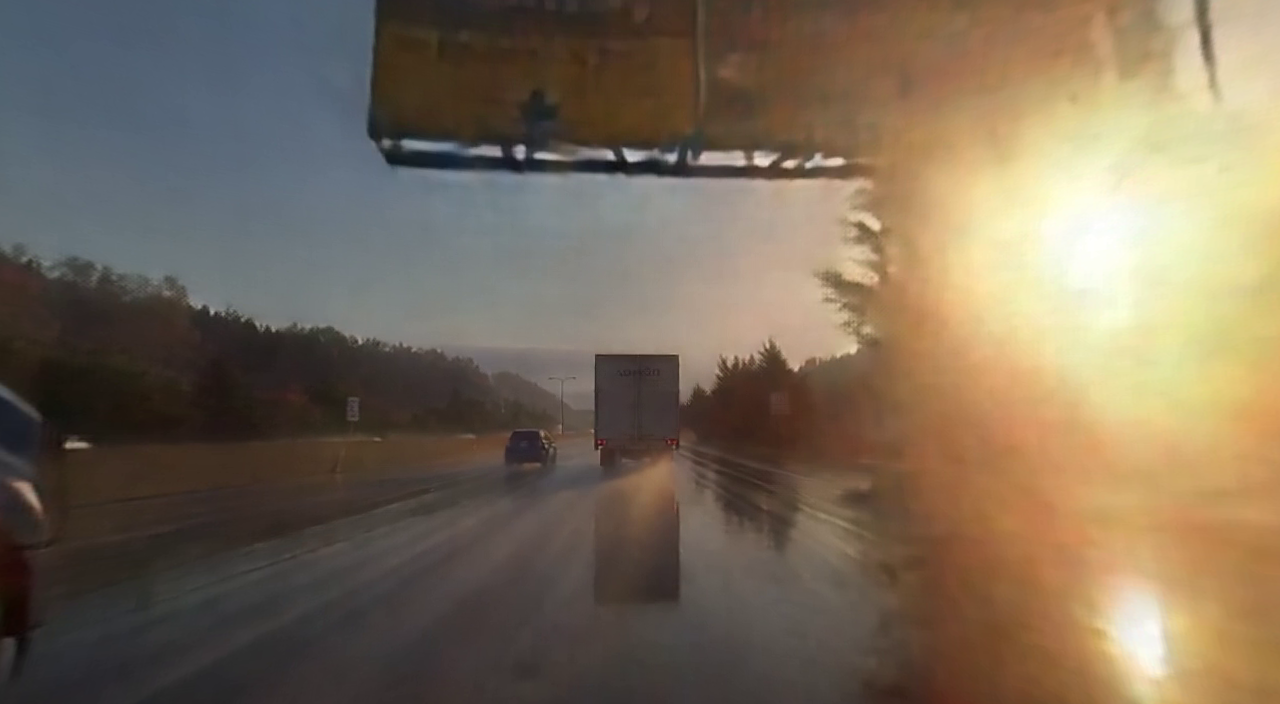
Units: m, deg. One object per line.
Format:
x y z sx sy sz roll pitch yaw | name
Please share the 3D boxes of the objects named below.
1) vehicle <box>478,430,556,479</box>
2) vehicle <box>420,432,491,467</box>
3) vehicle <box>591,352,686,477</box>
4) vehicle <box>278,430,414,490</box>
-4.068 3.434 21.410 1.933 1.492 3.838 0 -8 0 | vehicle
-8.551 4.552 29.599 1.976 1.510 4.604 0 -8 -1 | vehicle
-0.188 2.754 26.166 3.118 4.106 10.719 0 -8 -2 | vehicle
-8.123 2.989 17.832 1.943 1.500 4.011 0 -8 -1 | vehicle
